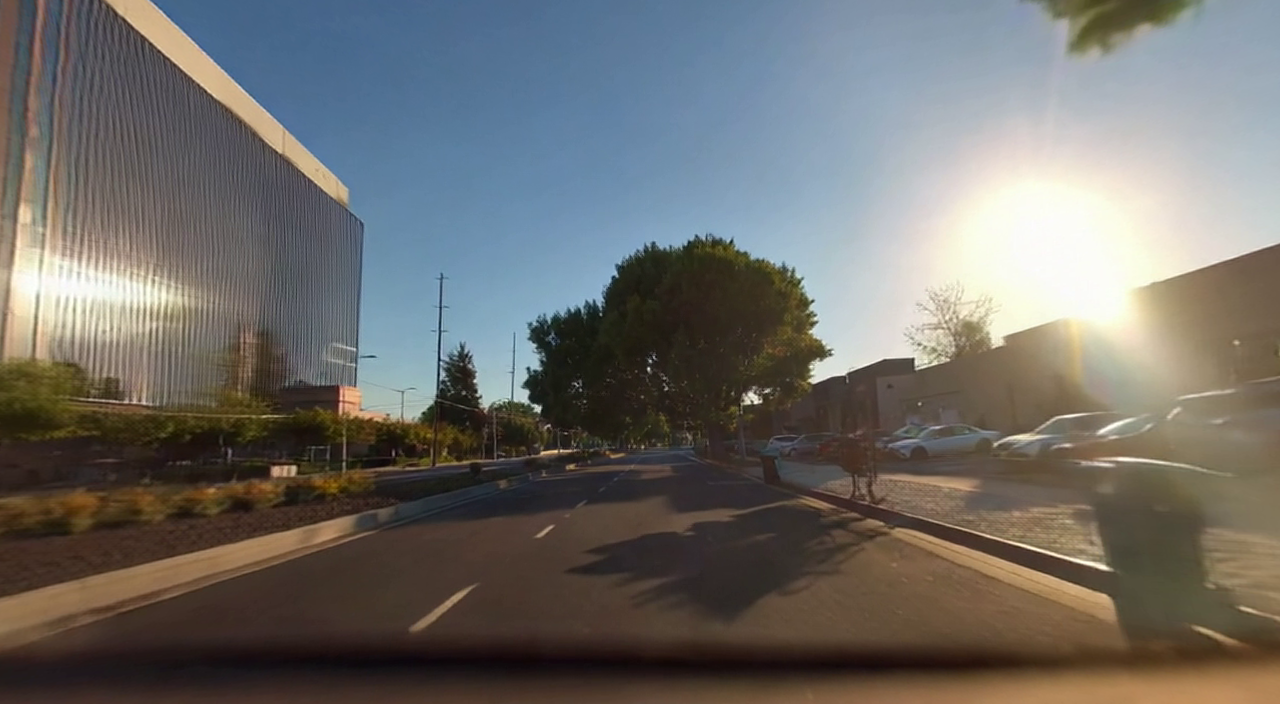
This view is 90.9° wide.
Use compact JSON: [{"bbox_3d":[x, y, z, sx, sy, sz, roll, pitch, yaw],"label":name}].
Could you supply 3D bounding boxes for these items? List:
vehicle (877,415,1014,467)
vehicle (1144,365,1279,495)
[{"bbox_3d":[12.414,3.672,25.861,4.478,1.578,1.944,-6,-9,2],"label":"vehicle"},{"bbox_3d":[12.248,1.055,10.732,5.136,1.945,2.153,-8,-9,3],"label":"vehicle"}]
